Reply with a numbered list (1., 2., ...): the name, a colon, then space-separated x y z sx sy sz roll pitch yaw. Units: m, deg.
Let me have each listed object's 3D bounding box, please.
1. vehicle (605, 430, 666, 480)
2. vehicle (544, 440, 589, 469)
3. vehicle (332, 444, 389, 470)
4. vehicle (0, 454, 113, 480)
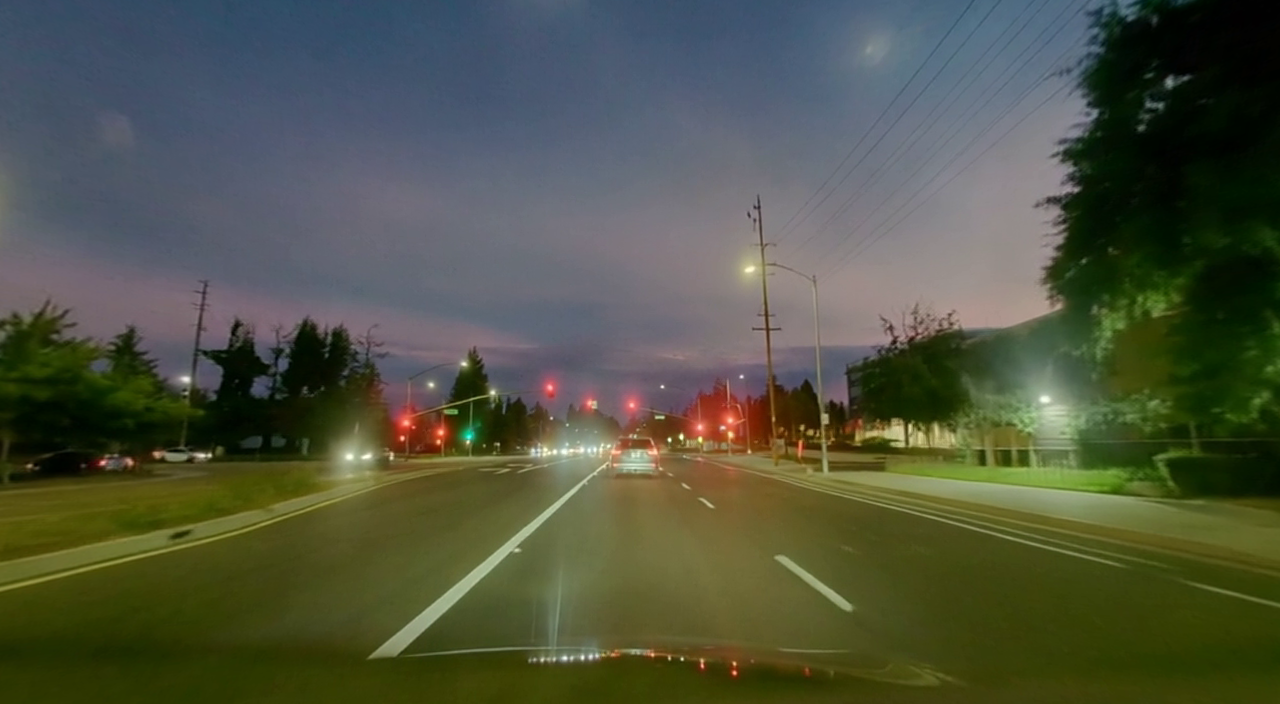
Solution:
1. vehicle: -0.208 4.022 24.785 2.188 1.782 3.982 0 -8 -1
2. vehicle: -4.034 5.718 35.415 2.075 1.474 4.367 0 -8 -1
3. vehicle: -19.478 7.314 44.247 1.945 1.700 4.465 0 -9 0
4. vehicle: -34.242 6.721 37.129 4.608 1.435 2.076 0 -8 0
